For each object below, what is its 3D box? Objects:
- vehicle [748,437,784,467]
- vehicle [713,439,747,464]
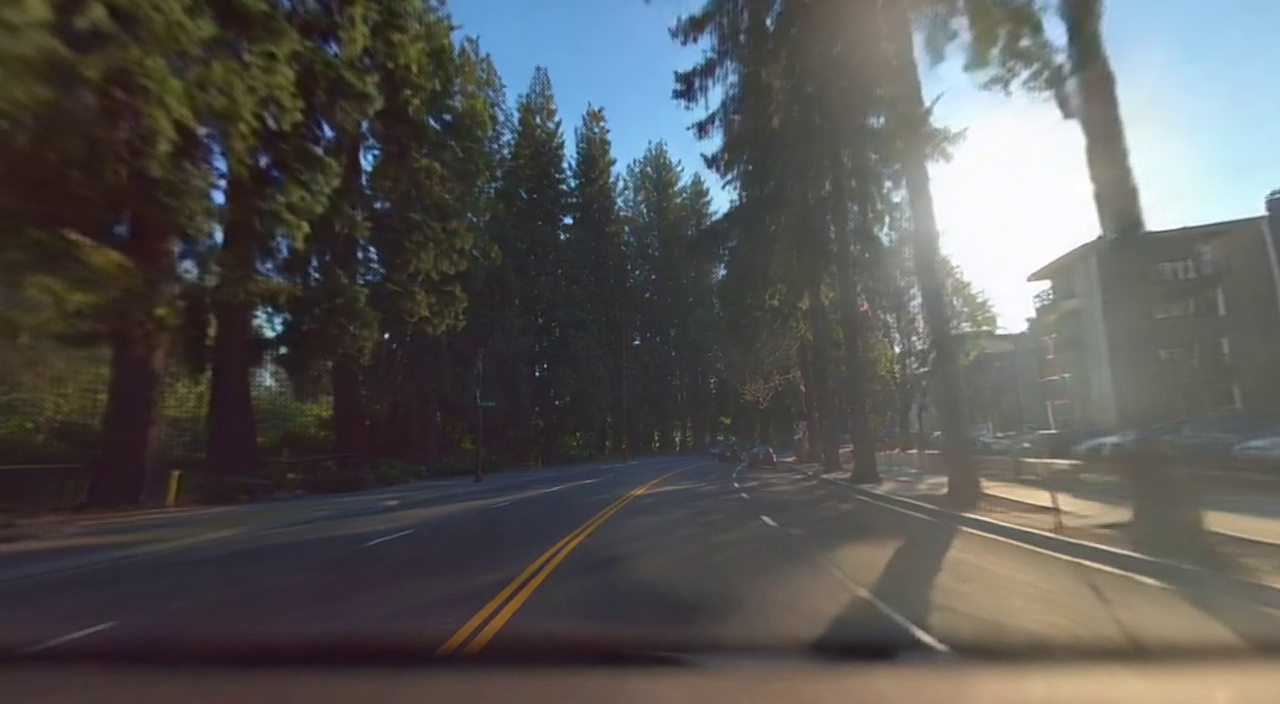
[{"bbox_3d":[7.967,6.318,39.759,2.069,1.791,4.422,-2,-9,10],"label":"vehicle"},{"bbox_3d":[7.068,7.746,48.934,2.158,1.852,4.485,-2,-9,13],"label":"vehicle"}]
